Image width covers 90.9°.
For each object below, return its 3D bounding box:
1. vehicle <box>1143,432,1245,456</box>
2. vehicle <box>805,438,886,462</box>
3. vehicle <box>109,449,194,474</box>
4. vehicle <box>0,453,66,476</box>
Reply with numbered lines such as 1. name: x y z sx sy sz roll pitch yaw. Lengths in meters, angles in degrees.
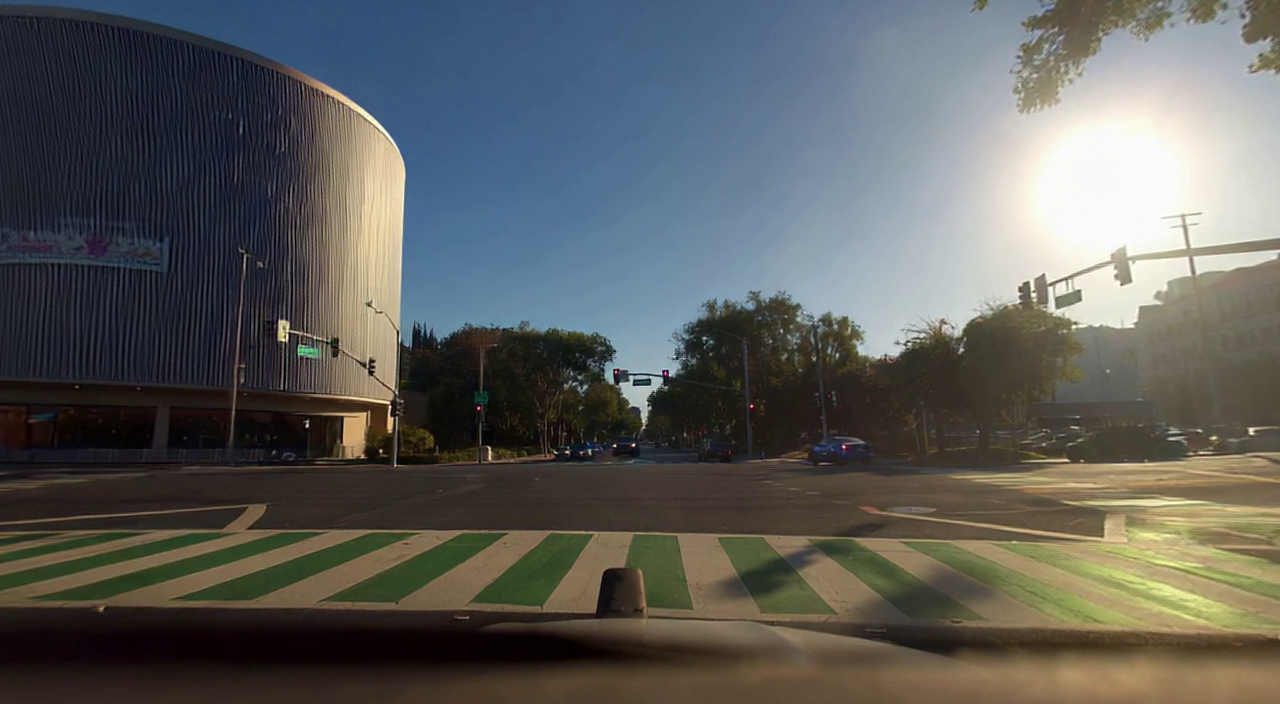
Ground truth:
1. vehicle: 36.157 6.016 41.198 4.767 1.456 1.858 0 -8 3
2. vehicle: 12.739 6.130 39.341 4.529 1.457 1.981 -1 -9 9
3. vehicle: -33.089 7.399 42.752 4.136 1.661 1.857 0 -8 1
4. vehicle: -41.668 7.632 42.757 3.698 1.467 1.779 0 -8 1
